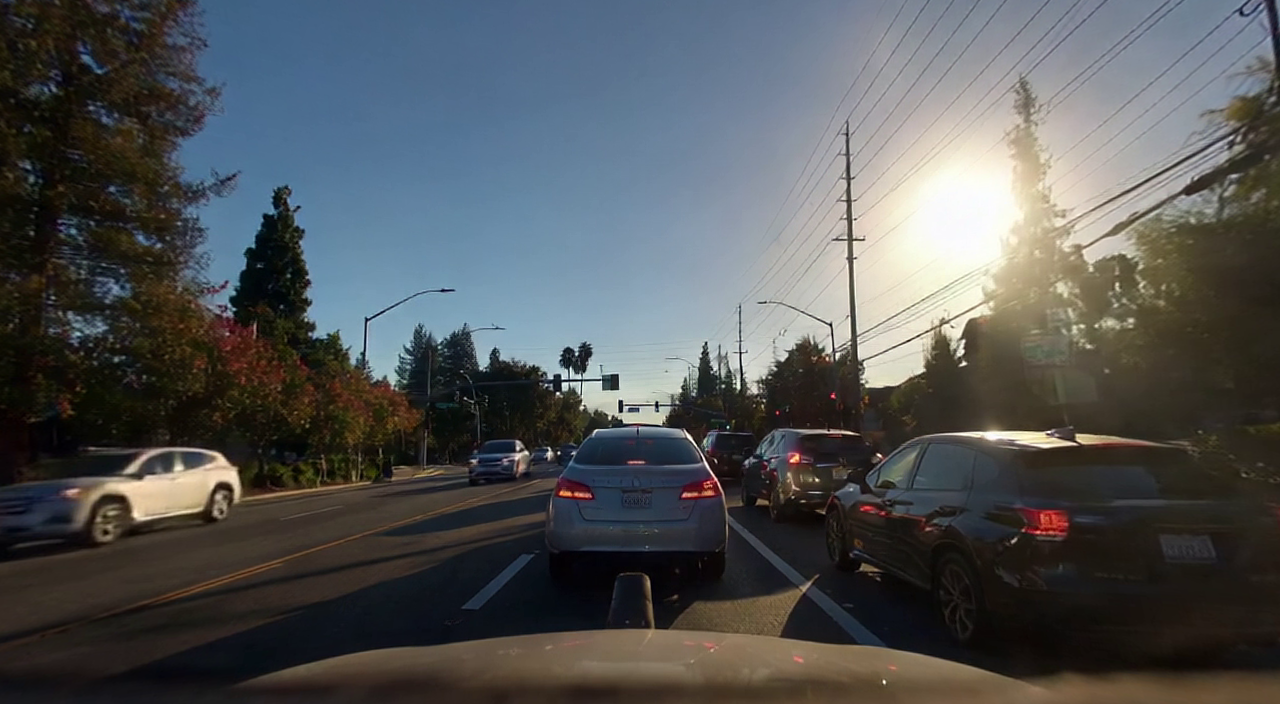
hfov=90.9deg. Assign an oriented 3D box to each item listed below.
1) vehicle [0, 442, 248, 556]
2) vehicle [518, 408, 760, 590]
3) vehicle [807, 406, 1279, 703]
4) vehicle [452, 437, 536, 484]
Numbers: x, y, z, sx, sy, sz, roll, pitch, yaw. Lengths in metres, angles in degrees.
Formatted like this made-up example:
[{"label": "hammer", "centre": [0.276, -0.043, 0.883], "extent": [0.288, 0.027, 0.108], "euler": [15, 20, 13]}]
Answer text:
[{"label": "vehicle", "centre": [-10.036, 2.599, 12.029], "extent": [2.003, 1.705, 4.747], "euler": [0, -8, 1]}, {"label": "vehicle", "centre": [0.005, 1.658, 7.909], "extent": [2.200, 1.653, 4.127], "euler": [0, -8, 1]}, {"label": "vehicle", "centre": [2.881, 1.306, 4.988], "extent": [1.950, 1.487, 4.275], "euler": [0, -8, 0]}, {"label": "vehicle", "centre": [-5.955, 4.493, 26.375], "extent": [2.253, 1.751, 4.700], "euler": [-1, -8, 2]}]
